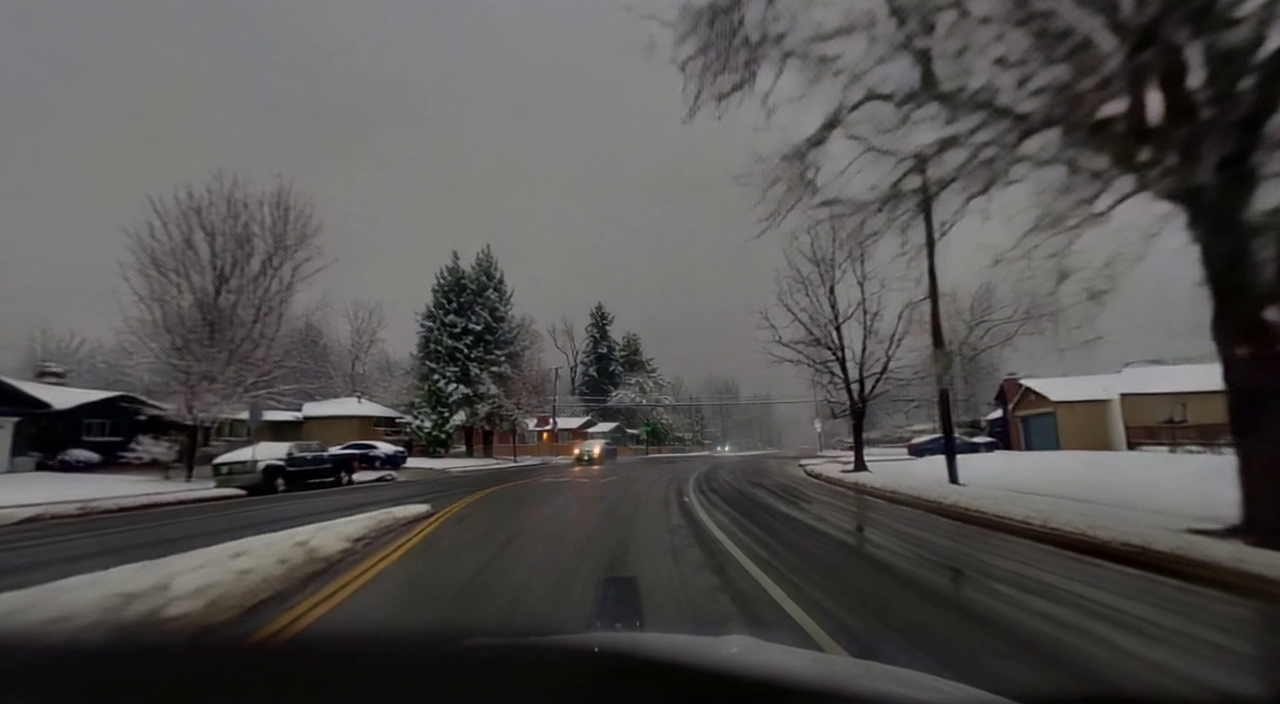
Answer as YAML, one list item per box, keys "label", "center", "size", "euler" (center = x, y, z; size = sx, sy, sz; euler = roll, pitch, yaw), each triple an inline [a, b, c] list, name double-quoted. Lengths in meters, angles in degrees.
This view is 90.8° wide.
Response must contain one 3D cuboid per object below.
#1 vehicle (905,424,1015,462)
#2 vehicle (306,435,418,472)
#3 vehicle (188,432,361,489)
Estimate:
- label: "vehicle"
  center: [17.900, 5.175, 35.669]
  size: [5.073, 1.729, 2.161]
  euler: [-6, -11, 17]
- label: "vehicle"
  center: [-16.695, 6.116, 38.010]
  size: [6.010, 1.935, 2.255]
  euler: [-4, -10, 14]
- label: "vehicle"
  center: [-14.389, 4.308, 25.599]
  size: [2.418, 1.969, 6.615]
  euler: [-1, -8, 8]
